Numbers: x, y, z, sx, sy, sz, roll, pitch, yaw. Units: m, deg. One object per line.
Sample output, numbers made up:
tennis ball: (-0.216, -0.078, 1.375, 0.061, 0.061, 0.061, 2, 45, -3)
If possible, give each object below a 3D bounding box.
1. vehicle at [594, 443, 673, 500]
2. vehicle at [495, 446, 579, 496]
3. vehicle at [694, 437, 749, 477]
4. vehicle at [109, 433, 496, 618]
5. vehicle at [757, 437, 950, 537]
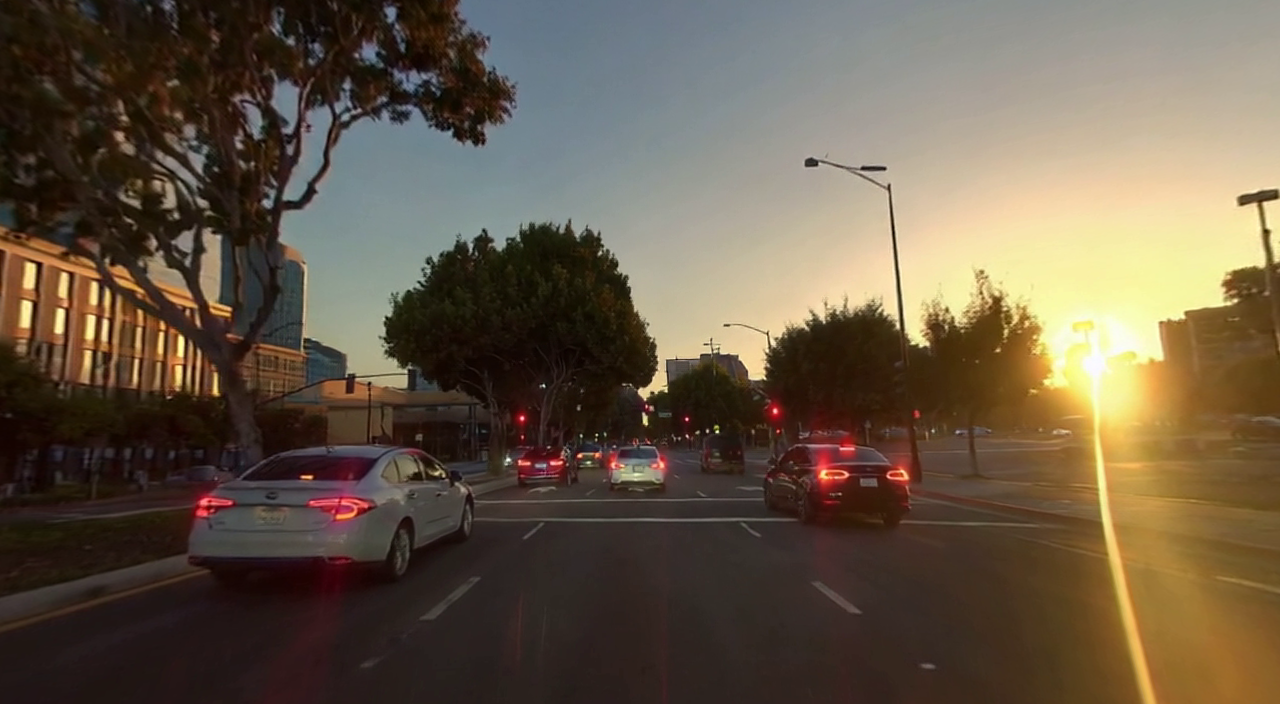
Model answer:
vehicle: (-0.201, 3.486, 18.778, 2.101, 1.480, 3.929, 0, -8, -1)
vehicle: (-3.315, 3.909, 21.120, 2.002, 1.465, 4.098, -1, -8, 2)
vehicle: (4.248, 5.576, 33.774, 2.142, 1.957, 5.443, 0, -8, 0)
vehicle: (-3.275, 1.749, 7.398, 2.038, 1.481, 4.379, -1, -8, 1)
vehicle: (3.681, 2.392, 11.882, 1.990, 1.486, 4.431, 0, -8, -1)
